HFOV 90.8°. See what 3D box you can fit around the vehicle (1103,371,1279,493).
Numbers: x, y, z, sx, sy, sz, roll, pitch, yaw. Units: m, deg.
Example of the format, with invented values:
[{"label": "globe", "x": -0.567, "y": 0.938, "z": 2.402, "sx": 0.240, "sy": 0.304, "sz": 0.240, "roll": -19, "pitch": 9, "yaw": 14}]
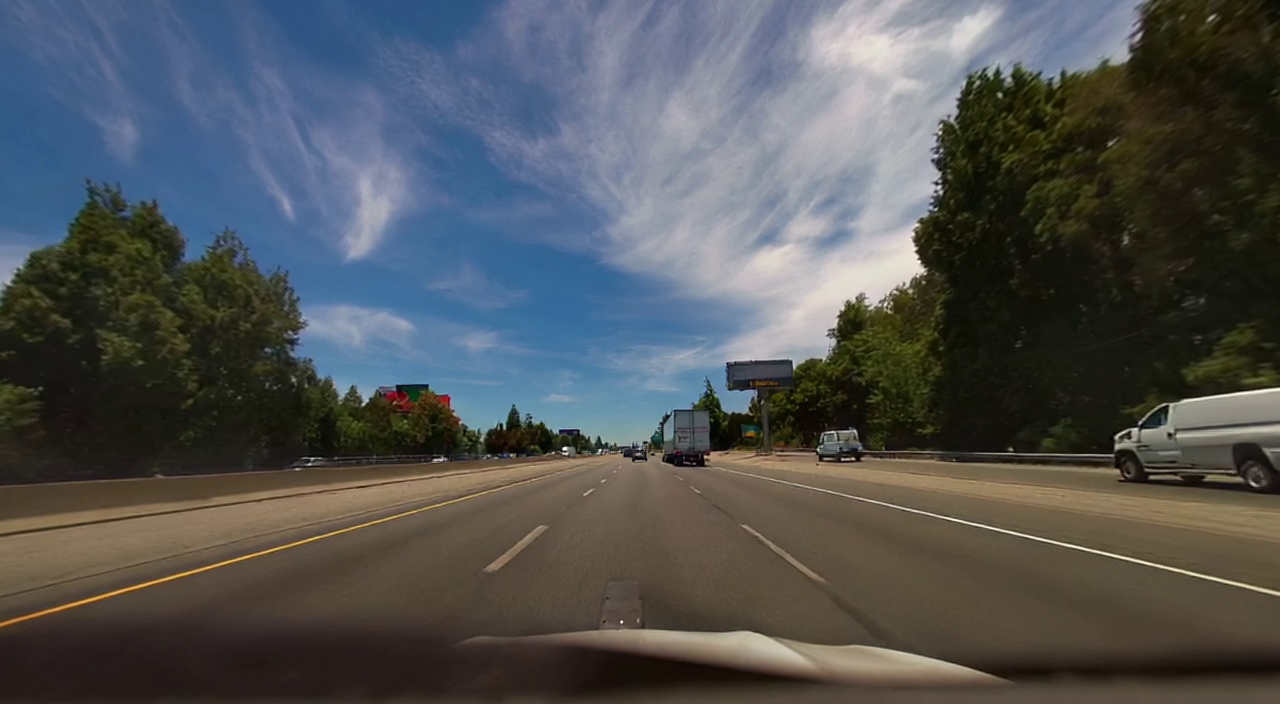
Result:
[{"label": "vehicle", "x": 21.040, "y": 2.796, "z": 21.469, "sx": 2.926, "sy": 3.647, "sz": 10.810, "roll": -1, "pitch": -9, "yaw": 4}]
